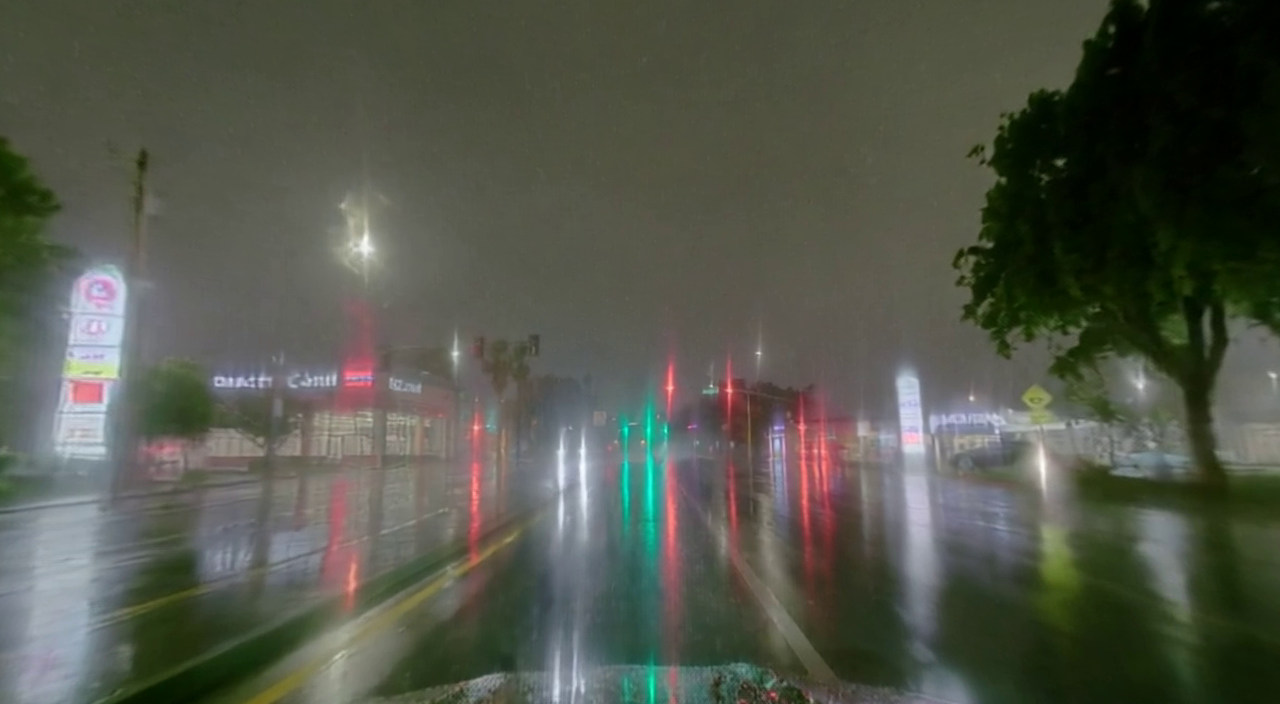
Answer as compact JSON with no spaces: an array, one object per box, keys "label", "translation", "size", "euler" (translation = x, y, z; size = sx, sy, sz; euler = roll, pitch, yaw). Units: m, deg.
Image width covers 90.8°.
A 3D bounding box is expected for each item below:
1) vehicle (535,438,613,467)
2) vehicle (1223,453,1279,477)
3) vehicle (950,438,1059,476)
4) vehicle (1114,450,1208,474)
[{"label":"vehicle","translation":[-4.086,6.209,39.265],"size":[4.408,1.728,2.010],"euler":[-3,-9,22]},{"label":"vehicle","translation":[40.017,7.083,39.583],"size":[1.790,1.474,4.620],"euler":[4,-9,-25]},{"label":"vehicle","translation":[23.122,6.666,40.359],"size":[2.195,2.201,5.616],"euler":[5,-10,-27]},{"label":"vehicle","translation":[36.868,7.749,44.827],"size":[1.868,1.566,4.647],"euler":[5,-9,-29]}]
